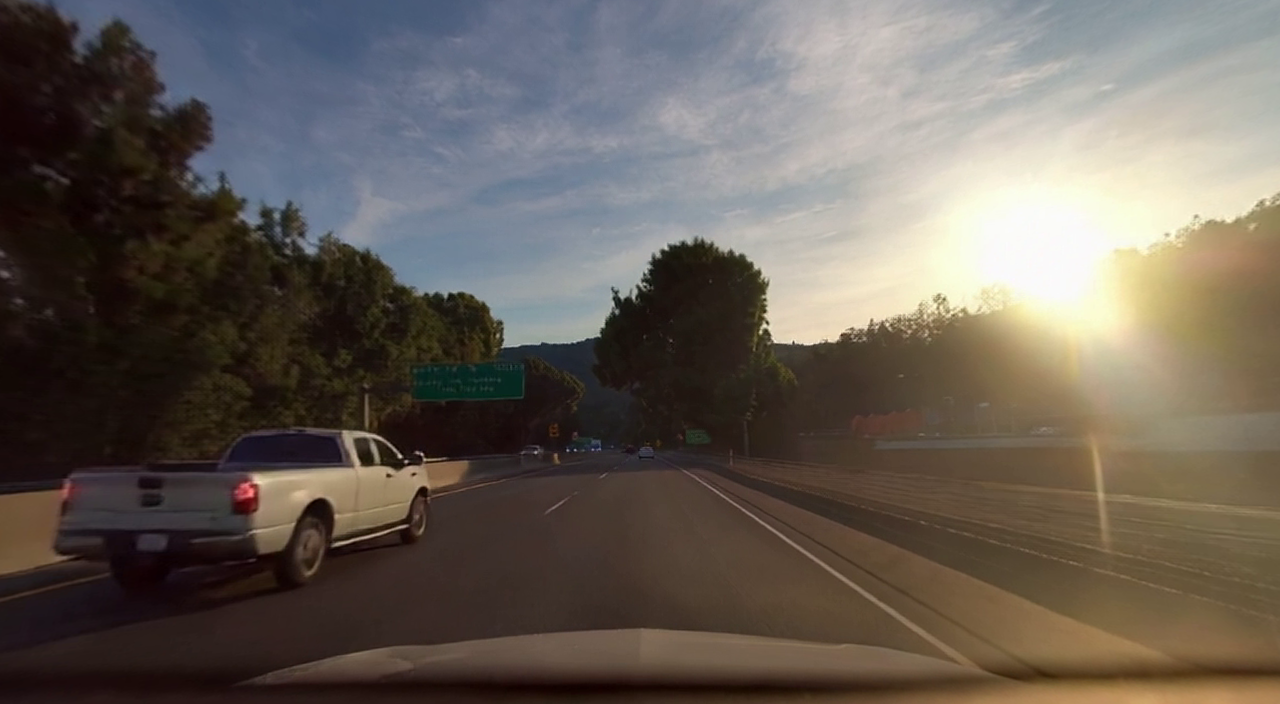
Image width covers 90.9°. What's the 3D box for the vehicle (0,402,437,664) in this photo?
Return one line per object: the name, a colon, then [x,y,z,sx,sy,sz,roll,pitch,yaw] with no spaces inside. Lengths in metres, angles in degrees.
vehicle: [-3.625,1.438,6.036,2.009,1.638,3.968,0,-9,0]
